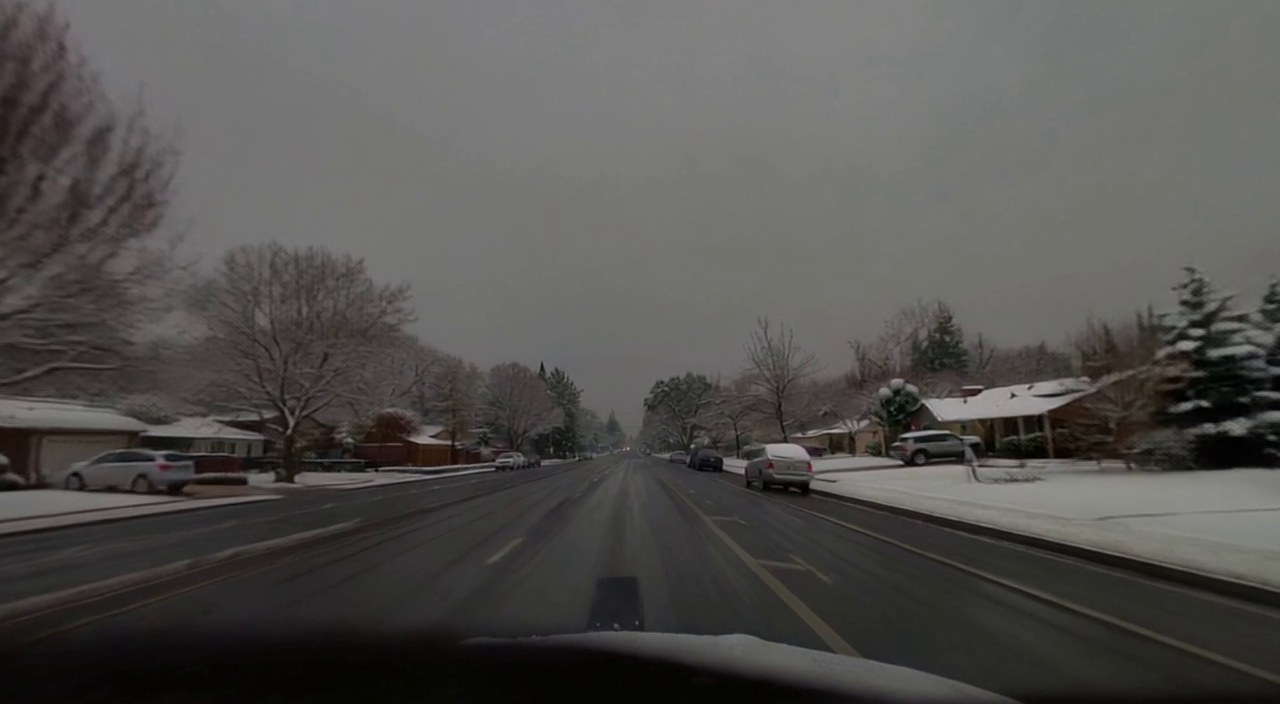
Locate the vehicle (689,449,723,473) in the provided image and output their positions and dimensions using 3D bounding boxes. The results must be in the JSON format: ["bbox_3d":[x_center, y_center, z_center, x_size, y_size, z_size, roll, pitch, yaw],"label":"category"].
[{"bbox_3d":[4.747,7.935,46.171,1.900,1.608,5.037,0,-9,-1],"label":"vehicle"}]

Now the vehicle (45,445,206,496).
[{"bbox_3d":[-20.363,4.666,25.152,4.564,1.895,2.221,-1,-9,6],"label":"vehicle"}]

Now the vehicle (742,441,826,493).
[{"bbox_3d":[5.110,4.144,23.116,2.001,1.693,4.311,0,-9,-1],"label":"vehicle"}]

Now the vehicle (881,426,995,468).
[{"bbox_3d":[15.843,5.087,33.814,4.921,2.117,2.249,-1,-9,2],"label":"vehicle"}]
